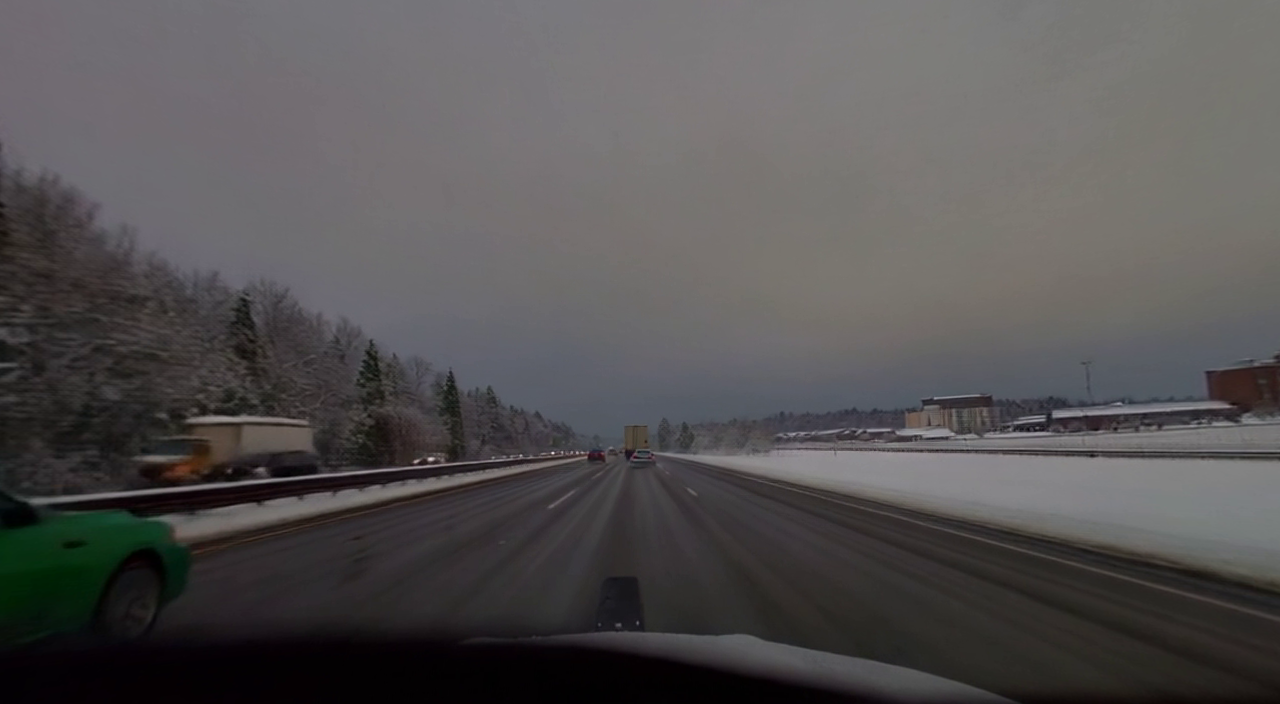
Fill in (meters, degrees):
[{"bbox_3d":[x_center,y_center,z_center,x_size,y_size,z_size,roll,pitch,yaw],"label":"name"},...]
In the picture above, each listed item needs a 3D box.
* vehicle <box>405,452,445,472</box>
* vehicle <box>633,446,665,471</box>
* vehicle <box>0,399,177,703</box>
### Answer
[{"bbox_3d":[-16.882,8.628,49.681,1.921,1.452,3.579,0,-9,0],"label":"vehicle"},{"bbox_3d":[0.554,7.078,42.116,1.992,1.593,3.937,0,-9,-1],"label":"vehicle"},{"bbox_3d":[-4.263,0.881,2.260,2.172,1.548,3.953,0,-9,0],"label":"vehicle"}]
